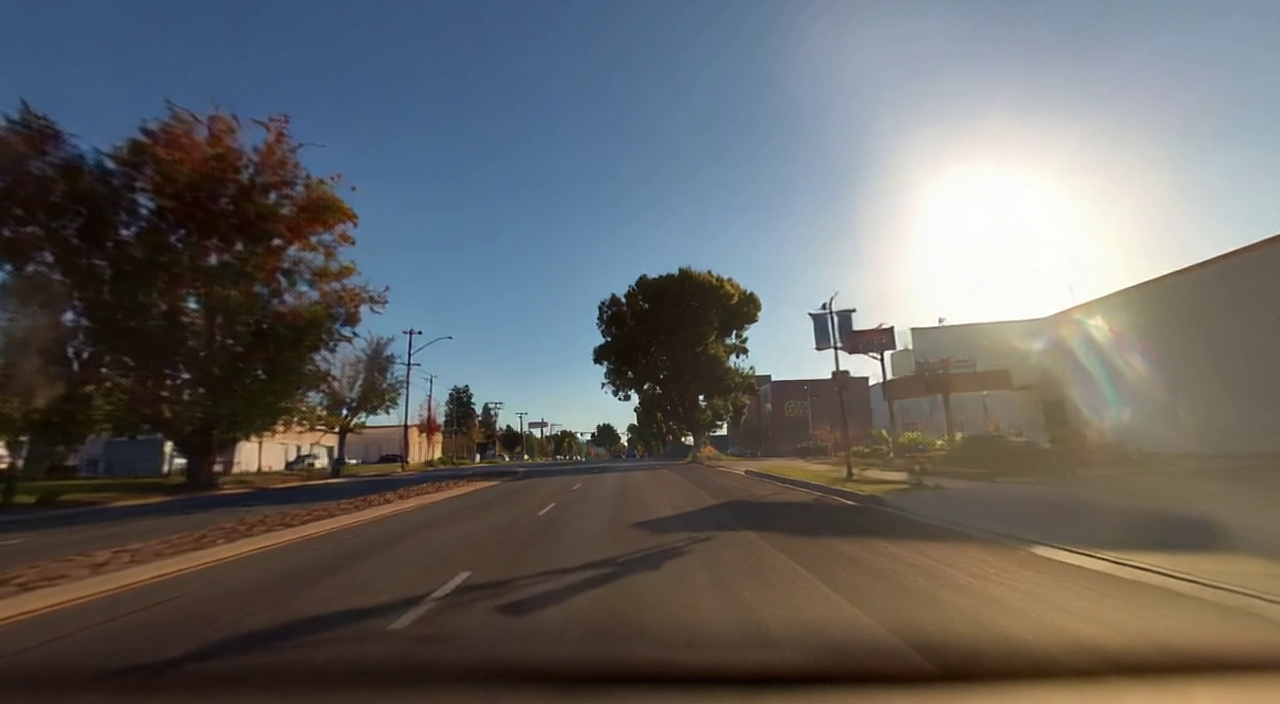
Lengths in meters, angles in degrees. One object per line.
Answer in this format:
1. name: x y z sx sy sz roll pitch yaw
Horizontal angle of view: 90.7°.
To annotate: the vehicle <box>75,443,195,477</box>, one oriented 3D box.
1. vehicle: -23.618 5.023 29.845 1.815 1.460 4.642 0 -8 0
